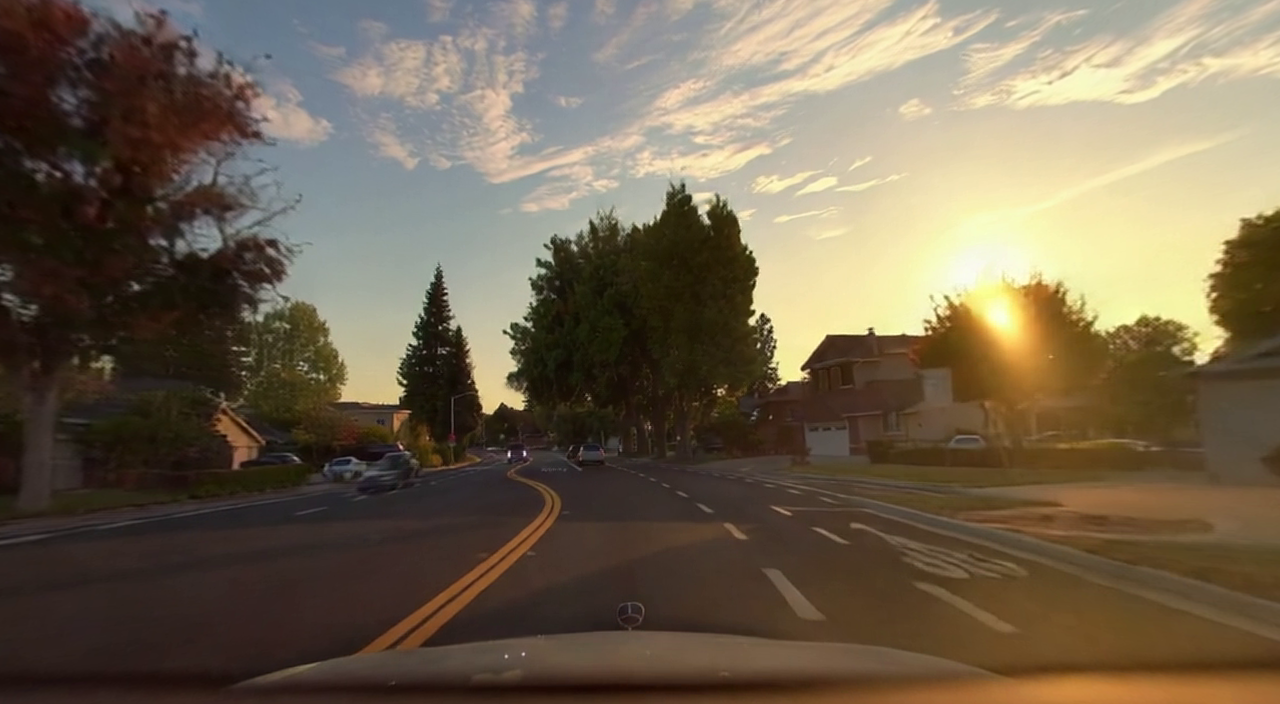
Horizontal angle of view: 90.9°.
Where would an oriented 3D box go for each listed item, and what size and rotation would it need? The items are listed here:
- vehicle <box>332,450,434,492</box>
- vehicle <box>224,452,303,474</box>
[{"bbox_3d":[-10.509,4.877,26.245,1.979,1.503,4.678,-2,-9,5],"label":"vehicle"},{"bbox_3d":[-26.965,7.984,45.232,4.450,1.482,1.948,-1,-9,3],"label":"vehicle"}]
